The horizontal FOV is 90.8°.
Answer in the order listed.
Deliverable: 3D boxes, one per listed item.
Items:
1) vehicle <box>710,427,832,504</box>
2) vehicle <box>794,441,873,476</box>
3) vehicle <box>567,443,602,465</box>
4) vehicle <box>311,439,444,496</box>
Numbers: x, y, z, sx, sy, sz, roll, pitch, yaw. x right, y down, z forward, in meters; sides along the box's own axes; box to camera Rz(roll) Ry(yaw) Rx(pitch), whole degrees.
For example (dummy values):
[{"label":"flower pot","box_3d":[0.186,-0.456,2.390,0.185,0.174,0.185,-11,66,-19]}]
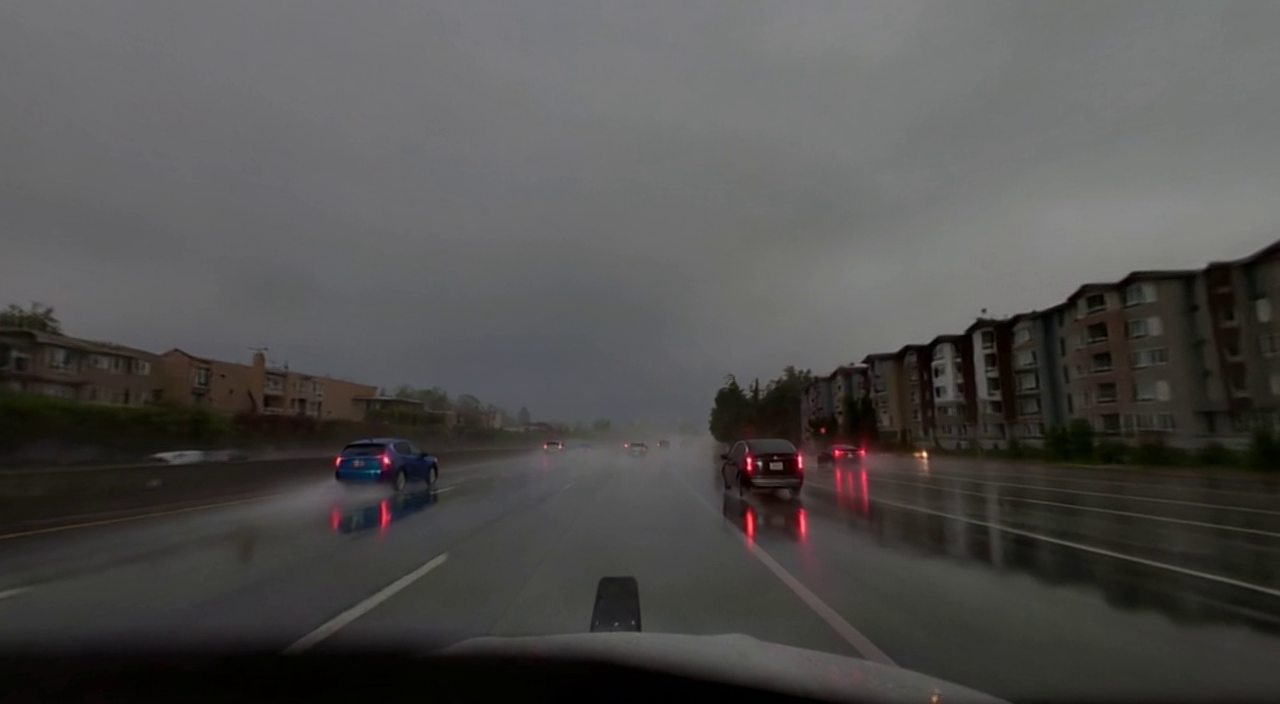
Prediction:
[{"label":"vehicle","box_3d":[3.154,2.842,16.228,2.080,1.694,4.286,0,-9,-1]},{"label":"vehicle","box_3d":[8.660,4.790,28.710,2.061,1.459,4.273,0,-9,-3]},{"label":"vehicle","box_3d":[-3.781,6.999,43.525,2.002,1.466,4.378,0,-9,0]},{"label":"vehicle","box_3d":[-7.663,3.399,19.041,2.021,1.496,4.495,0,-9,1]}]
